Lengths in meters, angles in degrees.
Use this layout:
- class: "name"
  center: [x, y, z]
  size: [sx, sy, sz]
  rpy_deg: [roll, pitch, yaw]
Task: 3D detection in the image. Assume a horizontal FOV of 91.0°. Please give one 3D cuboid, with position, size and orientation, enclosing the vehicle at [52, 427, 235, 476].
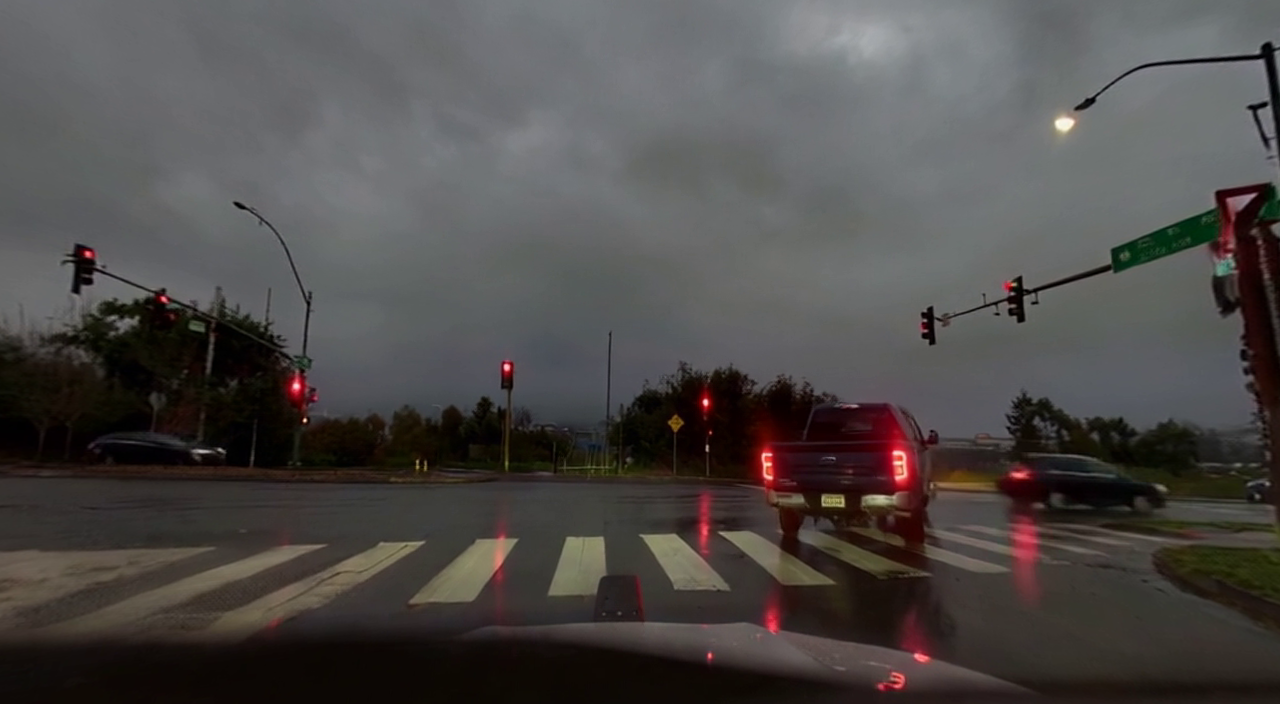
- class: "vehicle"
  center: [-17.201, 3.482, 22.082]
  size: [4.750, 1.525, 1.964]
  rpy_deg: [7, -11, -39]

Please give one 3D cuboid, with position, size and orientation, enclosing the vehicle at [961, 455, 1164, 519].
- class: "vehicle"
  center: [12.453, 3.961, 18.766]
  size: [4.695, 1.729, 2.067]
  rpy_deg: [1, -9, -7]

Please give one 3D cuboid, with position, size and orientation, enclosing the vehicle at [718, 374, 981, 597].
- class: "vehicle"
  center: [3.407, 1.915, 10.171]
  size: [2.851, 2.400, 5.978]
  rpy_deg: [-3, -9, 21]
